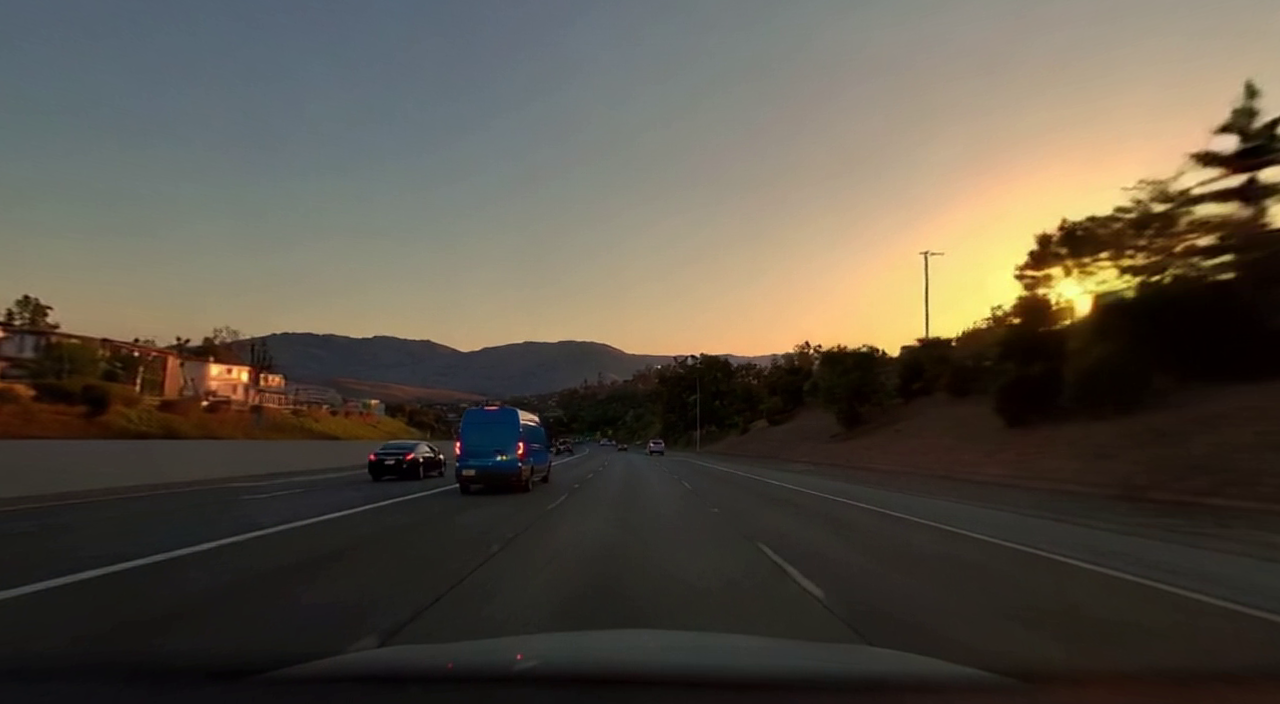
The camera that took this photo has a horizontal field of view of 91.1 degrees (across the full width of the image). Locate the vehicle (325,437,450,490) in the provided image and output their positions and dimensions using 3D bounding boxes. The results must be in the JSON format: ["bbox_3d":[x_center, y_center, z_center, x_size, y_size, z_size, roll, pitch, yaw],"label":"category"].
[{"bbox_3d":[-7.903,3.518,20.253,1.987,1.490,4.781,0,-8,1],"label":"vehicle"}]

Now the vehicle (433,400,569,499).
[{"bbox_3d":[-3.472,2.636,17.104,2.372,2.248,5.393,0,-9,1],"label":"vehicle"}]
